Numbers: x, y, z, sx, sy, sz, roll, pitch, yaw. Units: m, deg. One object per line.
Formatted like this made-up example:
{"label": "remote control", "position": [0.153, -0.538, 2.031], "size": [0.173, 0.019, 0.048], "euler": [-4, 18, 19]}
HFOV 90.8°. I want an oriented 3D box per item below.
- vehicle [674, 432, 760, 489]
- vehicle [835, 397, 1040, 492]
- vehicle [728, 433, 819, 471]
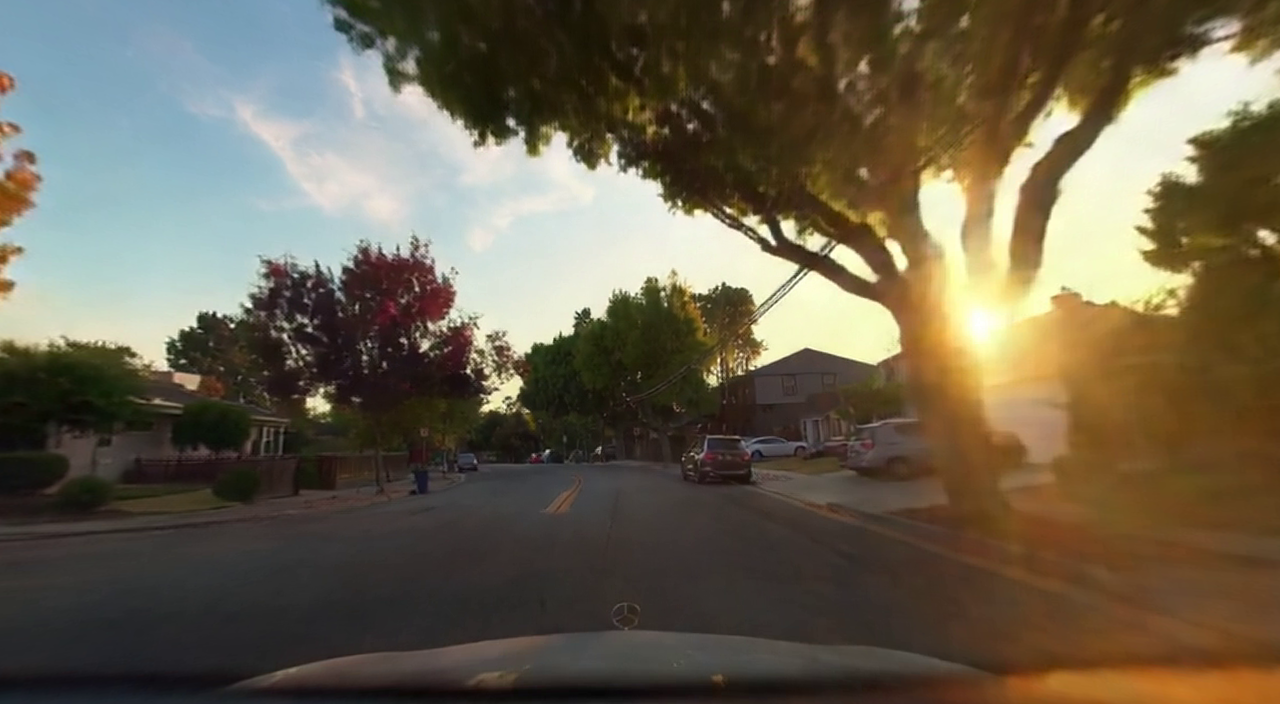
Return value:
{"label": "vehicle", "position": [2.798, 4.121, 24.351], "size": [2.214, 1.962, 4.733], "euler": [1, -9, -6]}
{"label": "vehicle", "position": [8.663, 2.731, 18.784], "size": [4.801, 2.139, 2.164], "euler": [-6, -8, -2]}
{"label": "vehicle", "position": [7.594, 5.755, 36.324], "size": [4.666, 1.655, 2.169], "euler": [-6, -9, 1]}
